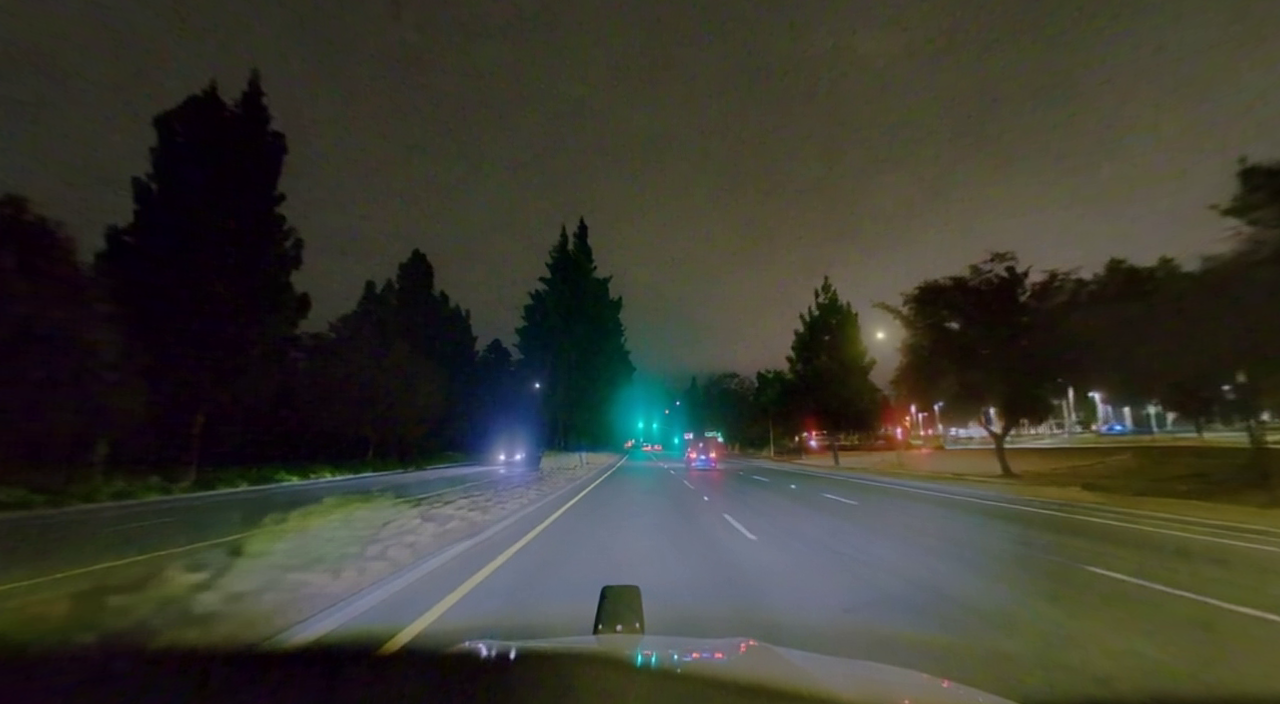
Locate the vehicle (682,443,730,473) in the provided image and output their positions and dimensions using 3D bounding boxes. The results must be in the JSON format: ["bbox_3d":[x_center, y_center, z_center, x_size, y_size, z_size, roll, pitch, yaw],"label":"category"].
[{"bbox_3d":[3.420,5.586,33.584,2.056,1.483,4.091,0,-8,-1],"label":"vehicle"}]
